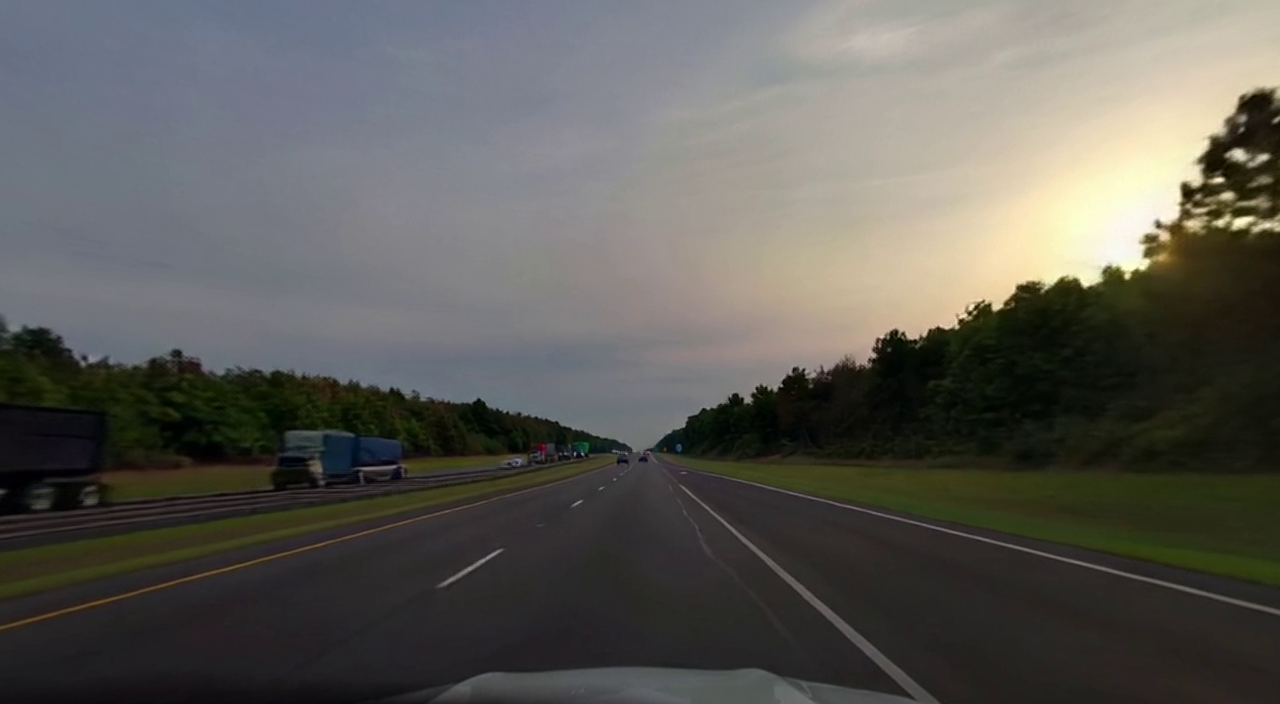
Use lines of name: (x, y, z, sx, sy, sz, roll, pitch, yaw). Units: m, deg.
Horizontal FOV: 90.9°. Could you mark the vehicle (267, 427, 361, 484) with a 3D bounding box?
vehicle: (-22.133, 7.074, 43.237, 2.990, 3.635, 6.002, 0, -9, 2)
